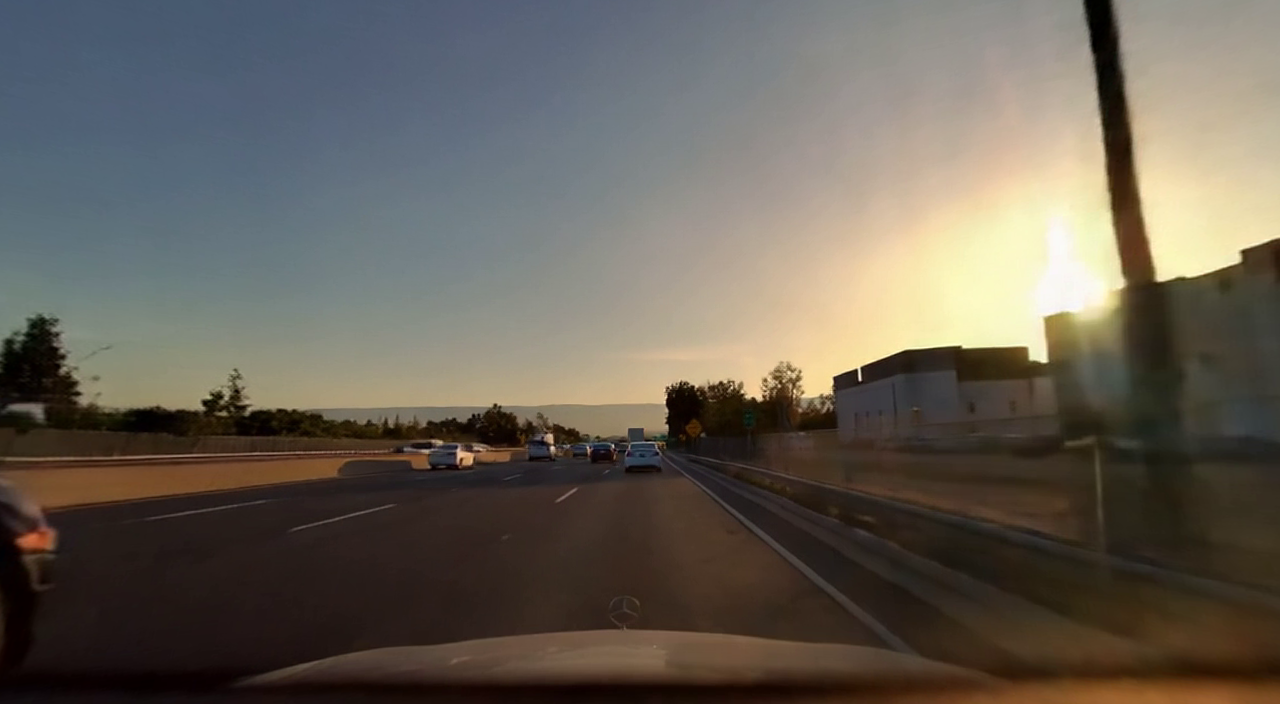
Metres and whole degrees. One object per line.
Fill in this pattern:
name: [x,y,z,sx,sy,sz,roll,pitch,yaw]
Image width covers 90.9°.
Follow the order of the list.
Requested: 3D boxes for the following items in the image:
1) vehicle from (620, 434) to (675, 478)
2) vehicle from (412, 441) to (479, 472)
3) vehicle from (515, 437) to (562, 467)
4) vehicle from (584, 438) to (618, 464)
vehicle: [0.313,4.336,26.568,2.136,1.678,4.052,0,-8,1]
vehicle: [-10.383,5.596,34.117,1.910,1.501,5.004,-1,-8,2]
vehicle: [-6.393,6.333,40.176,2.105,1.790,4.689,-1,-8,2]
vehicle: [-2.908,7.427,47.525,2.108,1.832,4.549,-1,-8,2]
